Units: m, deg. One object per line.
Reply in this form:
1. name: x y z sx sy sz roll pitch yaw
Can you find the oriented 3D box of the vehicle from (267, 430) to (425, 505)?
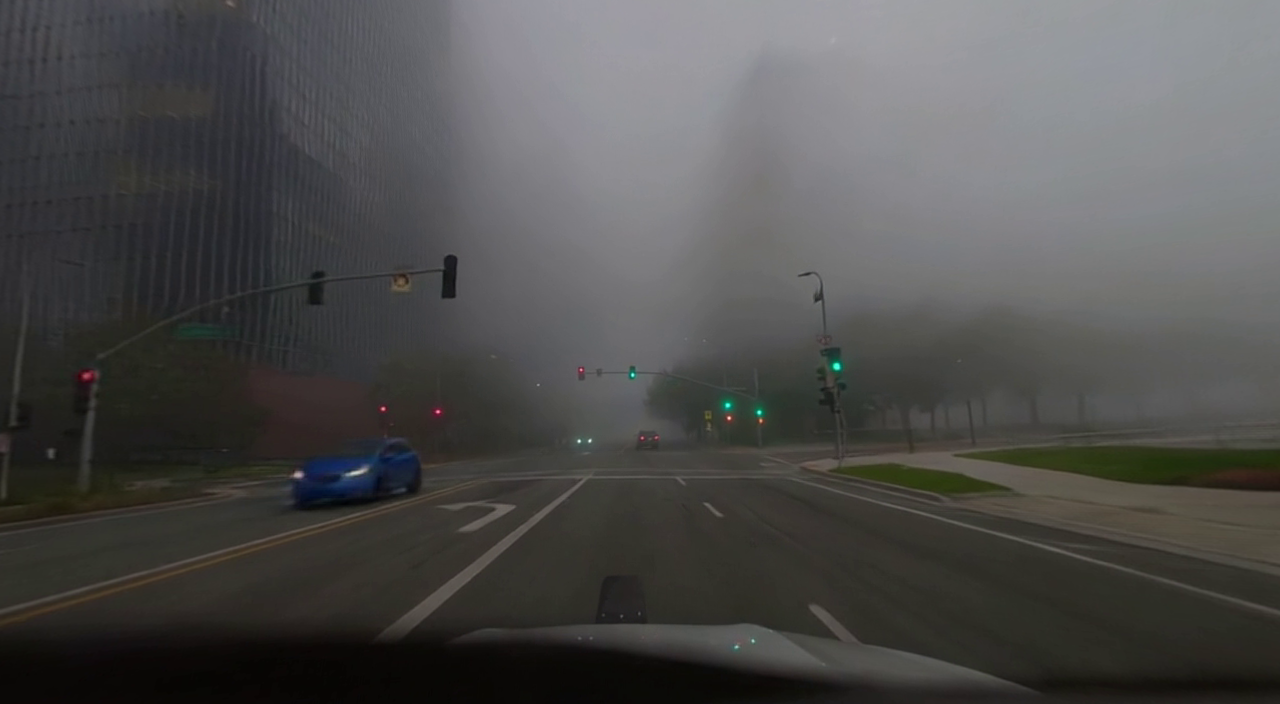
1. vehicle: -7.526 2.987 16.755 2.165 1.685 4.274 0 -9 -1
